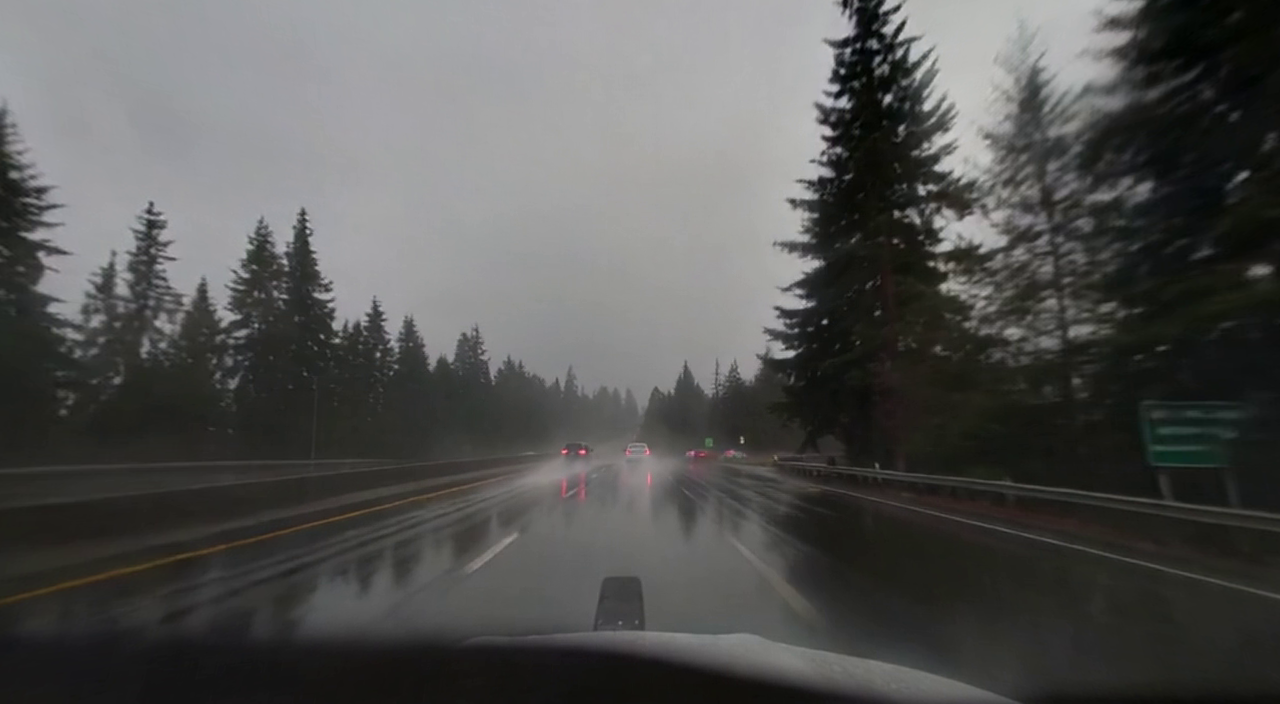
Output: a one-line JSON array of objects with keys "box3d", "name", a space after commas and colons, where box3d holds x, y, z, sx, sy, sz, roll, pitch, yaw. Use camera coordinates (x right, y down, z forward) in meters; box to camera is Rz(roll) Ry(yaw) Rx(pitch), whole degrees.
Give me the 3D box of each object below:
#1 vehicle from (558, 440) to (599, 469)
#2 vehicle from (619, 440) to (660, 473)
[{"box3d": [-3.900, 6.603, 40.626, 2.130, 1.741, 4.665, 0, -8, 1], "name": "vehicle"}, {"box3d": [-0.034, 5.673, 34.420, 2.130, 1.684, 3.826, 0, -8, 0], "name": "vehicle"}]
